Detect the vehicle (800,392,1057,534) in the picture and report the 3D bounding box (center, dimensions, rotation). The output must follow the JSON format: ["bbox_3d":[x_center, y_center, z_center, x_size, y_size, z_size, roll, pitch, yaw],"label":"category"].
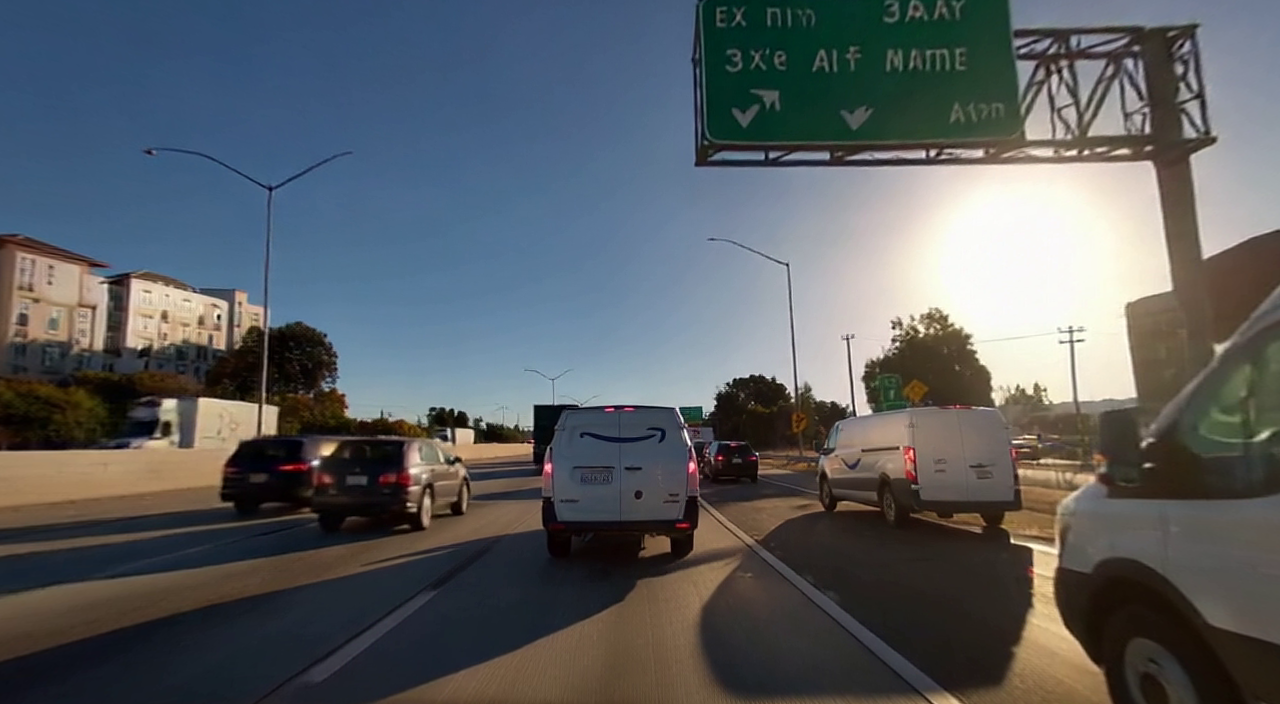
[{"bbox_3d":[4.818,1.986,11.741,2.179,1.999,5.331,1,-9,-1],"label":"vehicle"}]

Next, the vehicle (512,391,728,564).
[{"bbox_3d":[-0.207,1.658,8.961,2.287,1.823,4.369,0,-8,0],"label":"vehicle"}]

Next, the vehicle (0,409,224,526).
[{"bbox_3d":[-10.493,2.052,11.704,2.191,1.708,4.784,0,-8,1],"label":"vehicle"}]

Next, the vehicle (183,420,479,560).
[{"bbox_3d":[-3.949,1.835,9.117,1.983,1.496,4.371,0,-8,1],"label":"vehicle"}]

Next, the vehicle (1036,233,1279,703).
[{"bbox_3d":[2.980,0.390,0.193,2.341,1.890,5.144,0,-9,0],"label":"vehicle"}]

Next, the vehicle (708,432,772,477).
[{"bbox_3d":[4.147,4.342,26.907,2.064,1.720,4.416,0,-8,1],"label":"vehicle"}]
